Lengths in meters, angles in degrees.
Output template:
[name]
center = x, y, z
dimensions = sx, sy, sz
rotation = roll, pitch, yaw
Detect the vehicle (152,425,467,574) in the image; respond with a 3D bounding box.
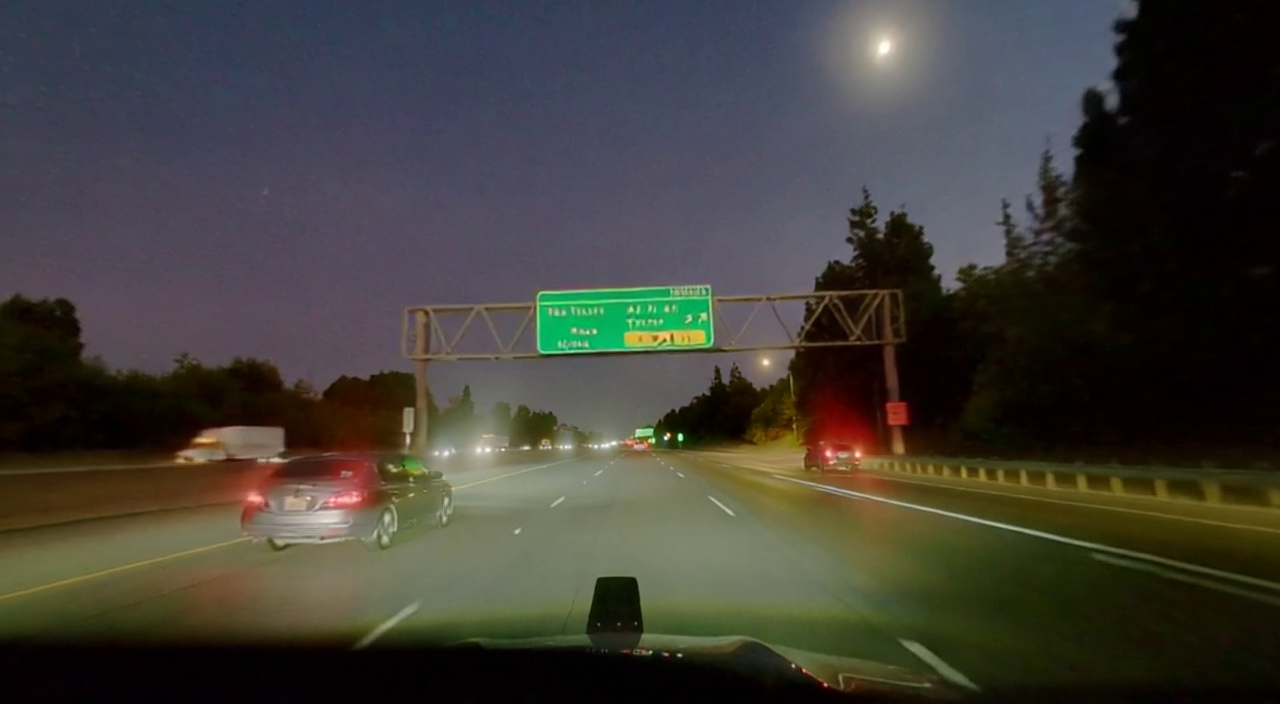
[vehicle]
center = -4.079, 1.867, 8.837
dimensions = 2.050, 1.547, 4.266
rotation = 0, -8, 1
